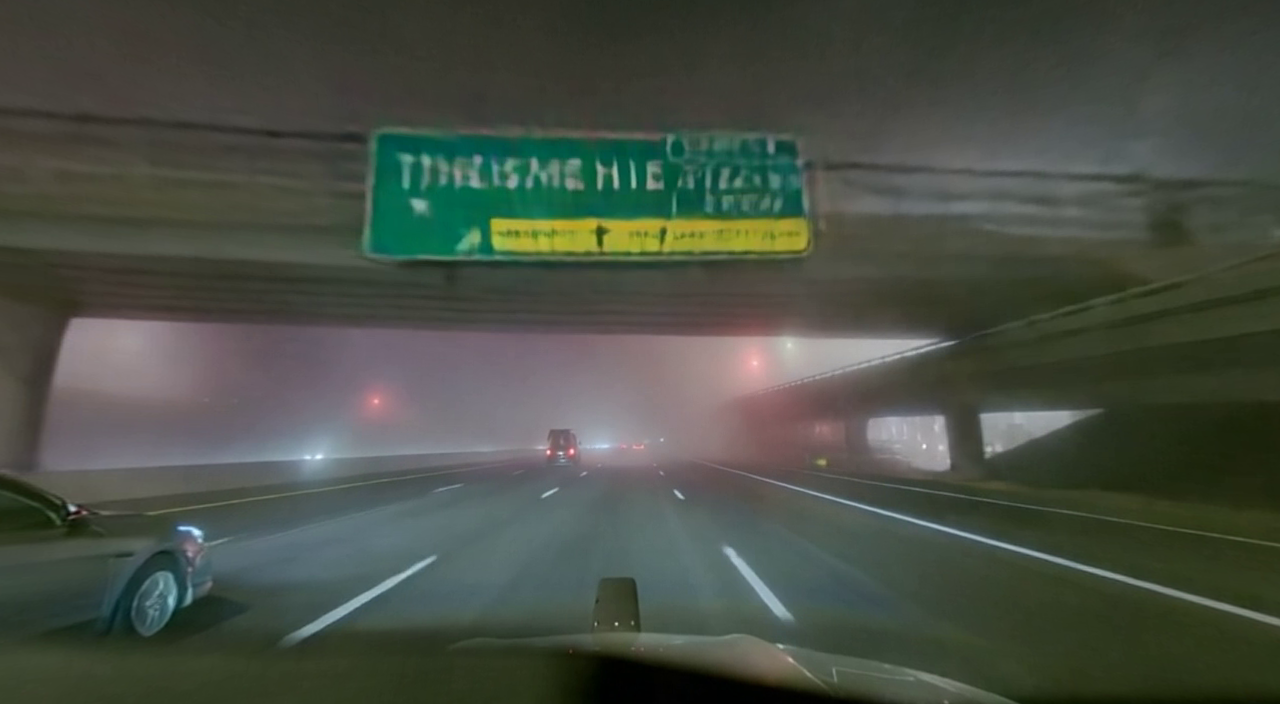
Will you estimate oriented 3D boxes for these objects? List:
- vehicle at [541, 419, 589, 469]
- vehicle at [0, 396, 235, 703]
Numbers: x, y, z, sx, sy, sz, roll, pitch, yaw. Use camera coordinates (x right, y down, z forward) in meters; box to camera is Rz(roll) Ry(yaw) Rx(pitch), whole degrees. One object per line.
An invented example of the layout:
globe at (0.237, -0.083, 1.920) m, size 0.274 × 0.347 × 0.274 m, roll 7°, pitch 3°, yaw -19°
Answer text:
vehicle at (-4.744, 5.954, 40.843) m, size 2.364 × 2.953 × 6.732 m, roll 0°, pitch -8°, yaw -1°
vehicle at (-4.069, 0.913, 2.410) m, size 2.025 × 1.556 × 4.594 m, roll 0°, pitch -8°, yaw -1°
